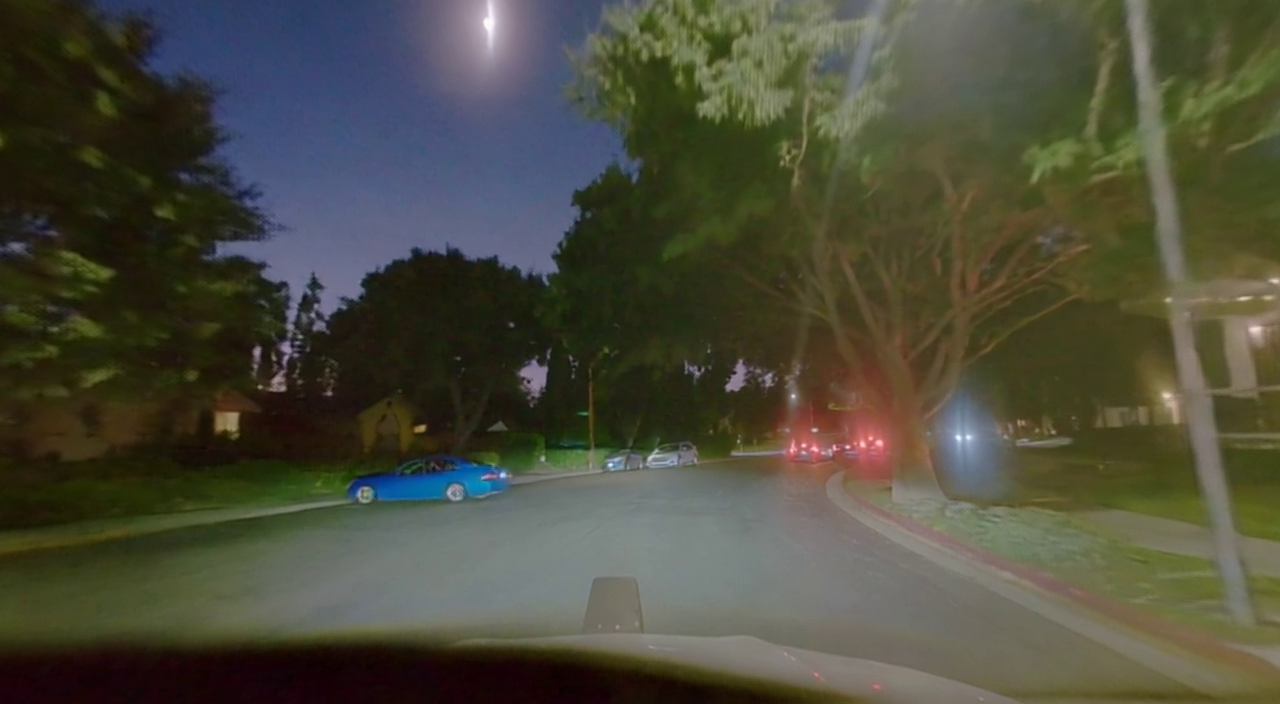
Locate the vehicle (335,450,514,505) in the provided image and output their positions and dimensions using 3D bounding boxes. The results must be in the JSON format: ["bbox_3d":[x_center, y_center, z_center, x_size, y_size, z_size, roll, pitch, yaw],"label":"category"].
[{"bbox_3d":[-6.319,3.691,18.798,4.653,1.480,1.871,-2,-9,9],"label":"vehicle"}]

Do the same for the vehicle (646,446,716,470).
[{"bbox_3d":[2.966,7.651,45.905,4.692,1.660,1.879,-3,-9,20],"label":"vehicle"}]
